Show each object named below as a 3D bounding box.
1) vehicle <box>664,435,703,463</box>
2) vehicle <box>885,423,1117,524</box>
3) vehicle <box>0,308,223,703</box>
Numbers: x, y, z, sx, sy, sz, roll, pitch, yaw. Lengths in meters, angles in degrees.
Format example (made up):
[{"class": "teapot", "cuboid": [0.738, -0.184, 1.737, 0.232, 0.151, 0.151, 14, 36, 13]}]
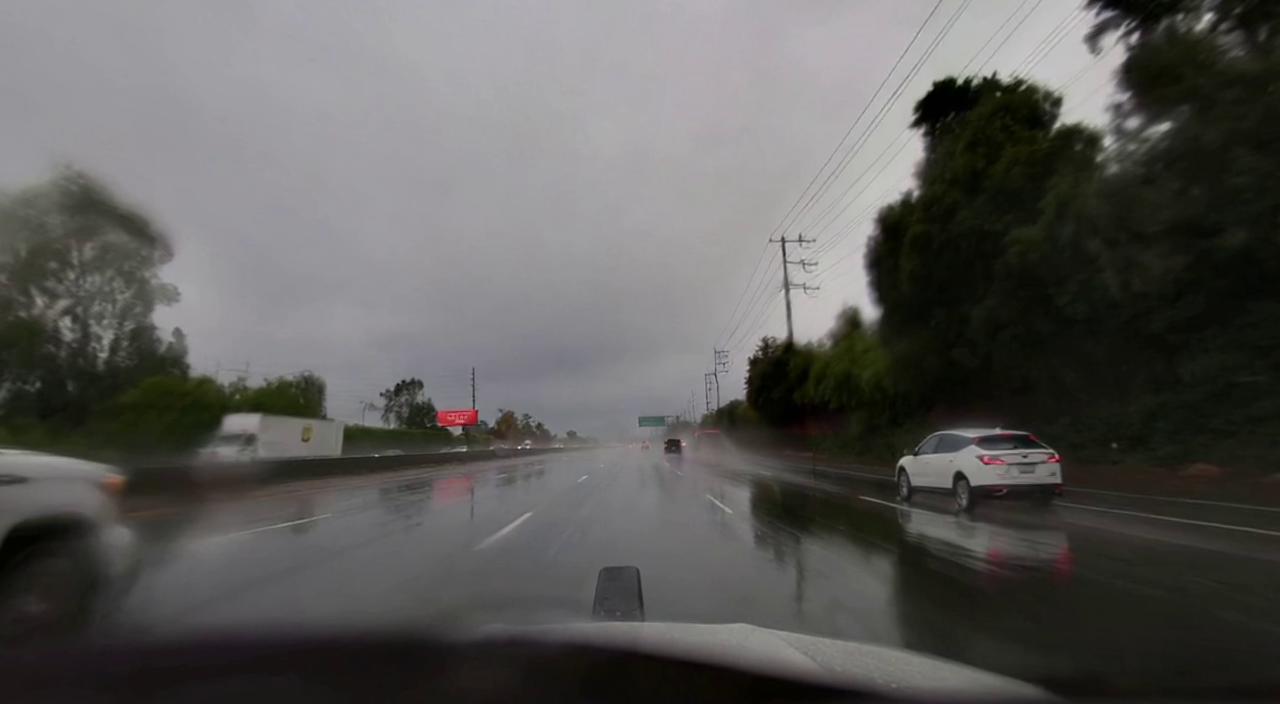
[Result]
[{"class": "vehicle", "cuboid": [3.330, 7.571, 49.269, 2.484, 2.024, 5.265, 0, -8, -1]}, {"class": "vehicle", "cuboid": [6.806, 2.325, 12.592, 1.976, 1.646, 4.370, 0, -8, -1]}, {"class": "vehicle", "cuboid": [-4.557, 0.578, 1.745, 2.508, 2.023, 6.176, 0, -8, 1]}]
